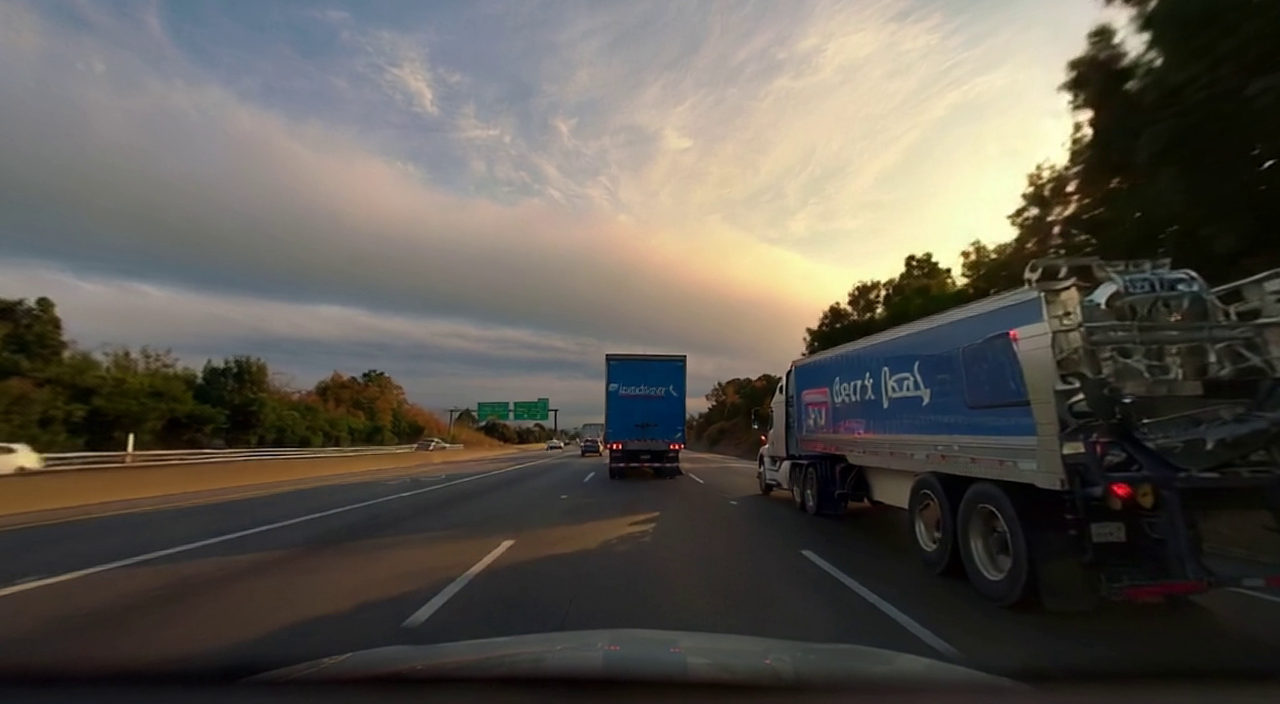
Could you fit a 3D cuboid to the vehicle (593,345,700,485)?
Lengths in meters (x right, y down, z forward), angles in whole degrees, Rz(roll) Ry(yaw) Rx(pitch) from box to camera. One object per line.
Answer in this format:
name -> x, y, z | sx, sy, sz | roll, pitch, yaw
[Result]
vehicle -> 0.077, 2.372, 22.369 | 2.920, 3.860, 10.035 | 0, -8, -1
